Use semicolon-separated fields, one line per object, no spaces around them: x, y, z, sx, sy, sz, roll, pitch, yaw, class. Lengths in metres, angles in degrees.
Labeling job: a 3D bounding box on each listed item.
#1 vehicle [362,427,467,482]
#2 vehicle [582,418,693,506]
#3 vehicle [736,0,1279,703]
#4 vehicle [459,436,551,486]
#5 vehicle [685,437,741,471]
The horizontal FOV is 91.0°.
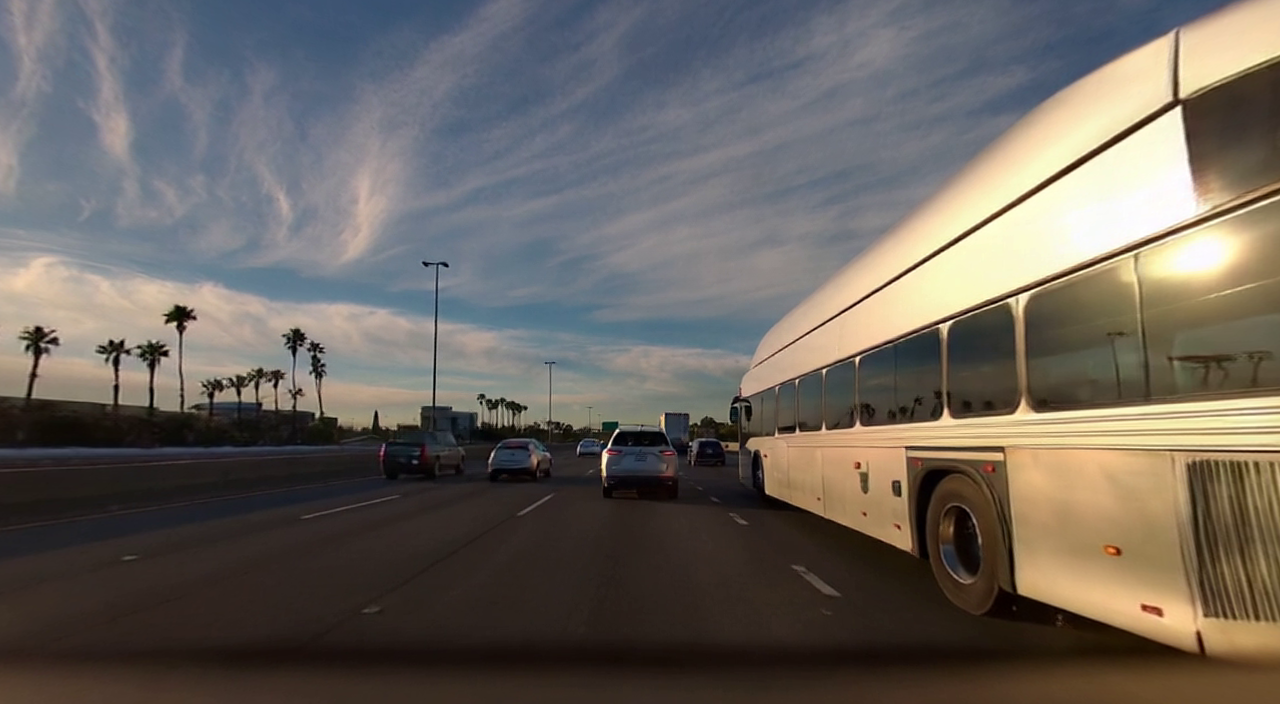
-8.038;3.705;23.027;2.066;1.779;4.706;0;-9;0;vehicle
-0.007;2.594;15.168;2.268;1.796;4.280;0;-9;1;vehicle
3.956;0.719;8.891;3.020;3.622;14.302;0;-9;0;vehicle
-4.479;3.710;21.736;2.040;1.536;4.680;0;-9;1;vehicle
3.411;4.909;30.464;2.039;1.516;4.521;0;-9;-2;vehicle
